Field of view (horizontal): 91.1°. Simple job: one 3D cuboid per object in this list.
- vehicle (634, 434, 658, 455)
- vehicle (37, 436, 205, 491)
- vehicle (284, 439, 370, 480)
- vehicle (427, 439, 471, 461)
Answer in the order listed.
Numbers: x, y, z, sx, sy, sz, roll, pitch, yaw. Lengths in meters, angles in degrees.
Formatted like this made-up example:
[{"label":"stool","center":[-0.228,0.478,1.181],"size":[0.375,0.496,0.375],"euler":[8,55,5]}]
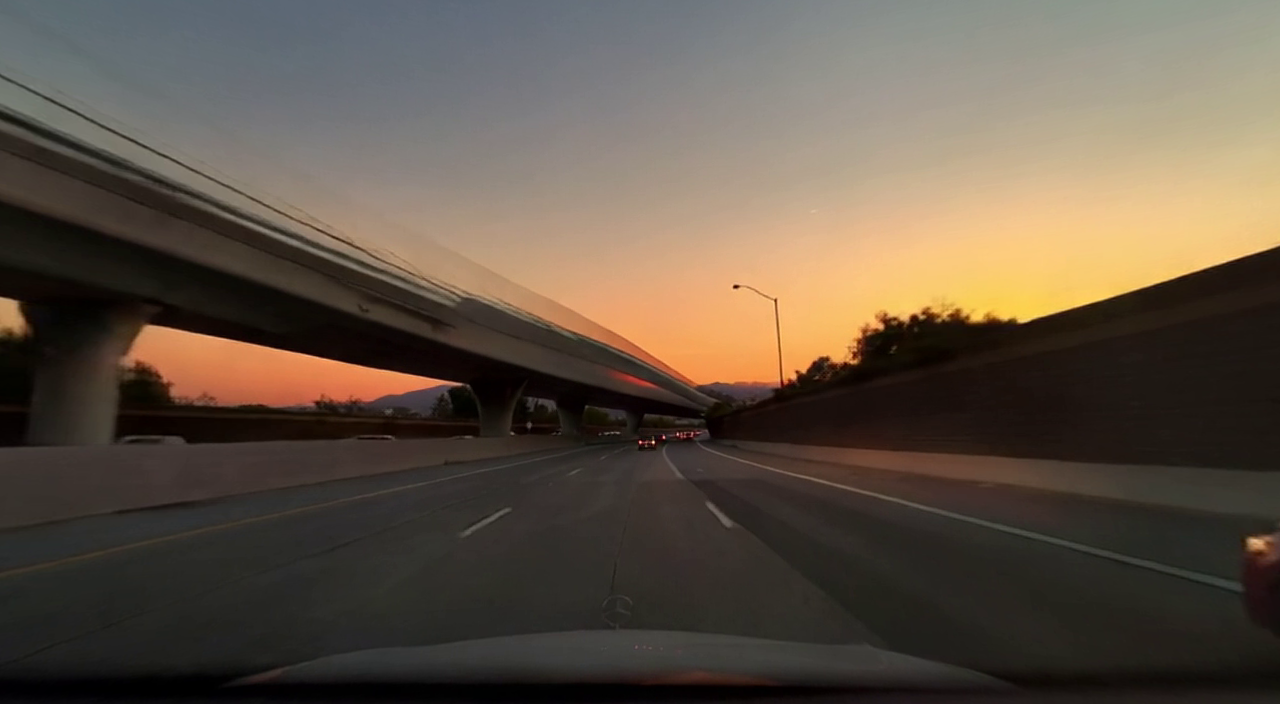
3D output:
[{"label":"vehicle","center":[0.425,7.191,48.980],"size":[1.771,1.480,3.781],"euler":[0,-8,0]},{"label":"vehicle","center":[-15.352,3.269,18.906],"size":[1.772,1.454,3.816],"euler":[0,-8,-1]},{"label":"vehicle","center":[-12.408,4.248,25.169],"size":[1.668,1.407,3.555],"euler":[-1,-7,-2]},{"label":"vehicle","center":[-14.880,7.647,49.205],"size":[1.963,1.491,4.329],"euler":[-1,-7,2]}]
